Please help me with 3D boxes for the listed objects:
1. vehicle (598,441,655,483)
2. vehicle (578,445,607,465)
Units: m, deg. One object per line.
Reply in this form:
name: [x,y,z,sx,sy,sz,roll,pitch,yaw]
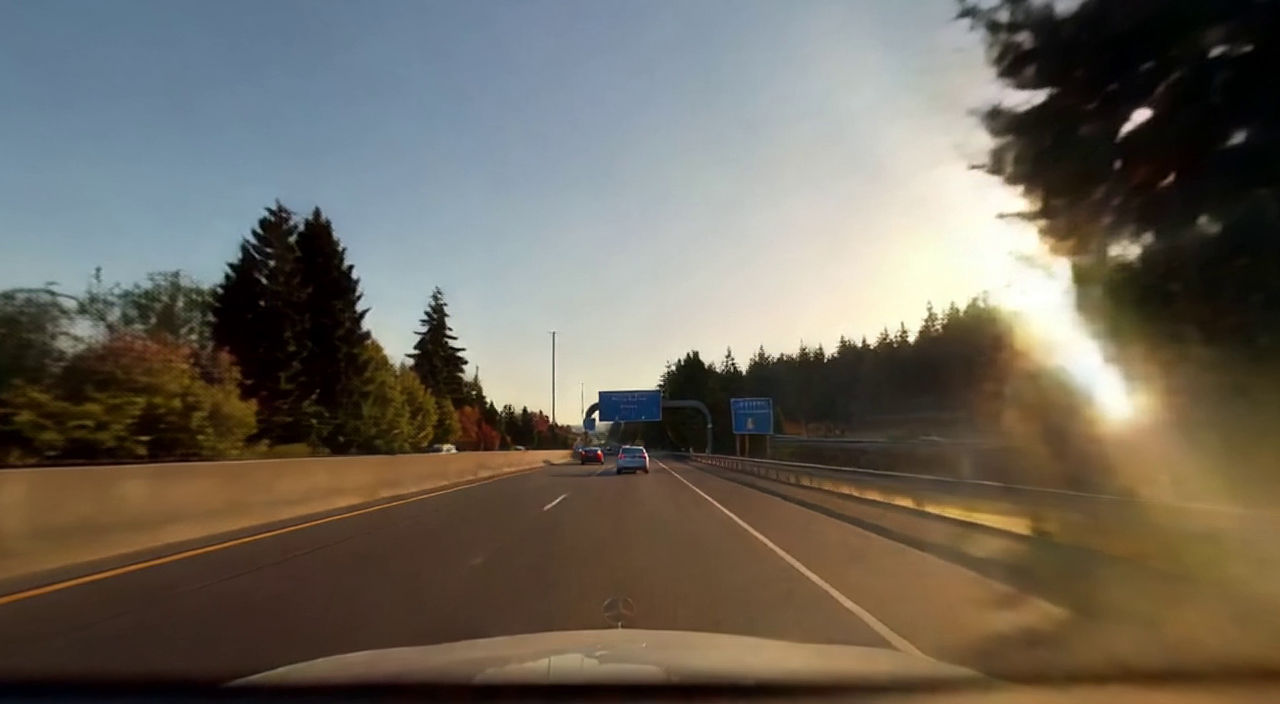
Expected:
vehicle: [-0.502,4.345,24.935,2.066,1.490,3.759,-1,-9,0]
vehicle: [-3.696,8.113,49.330,1.994,1.470,3.752,-1,-9,0]
